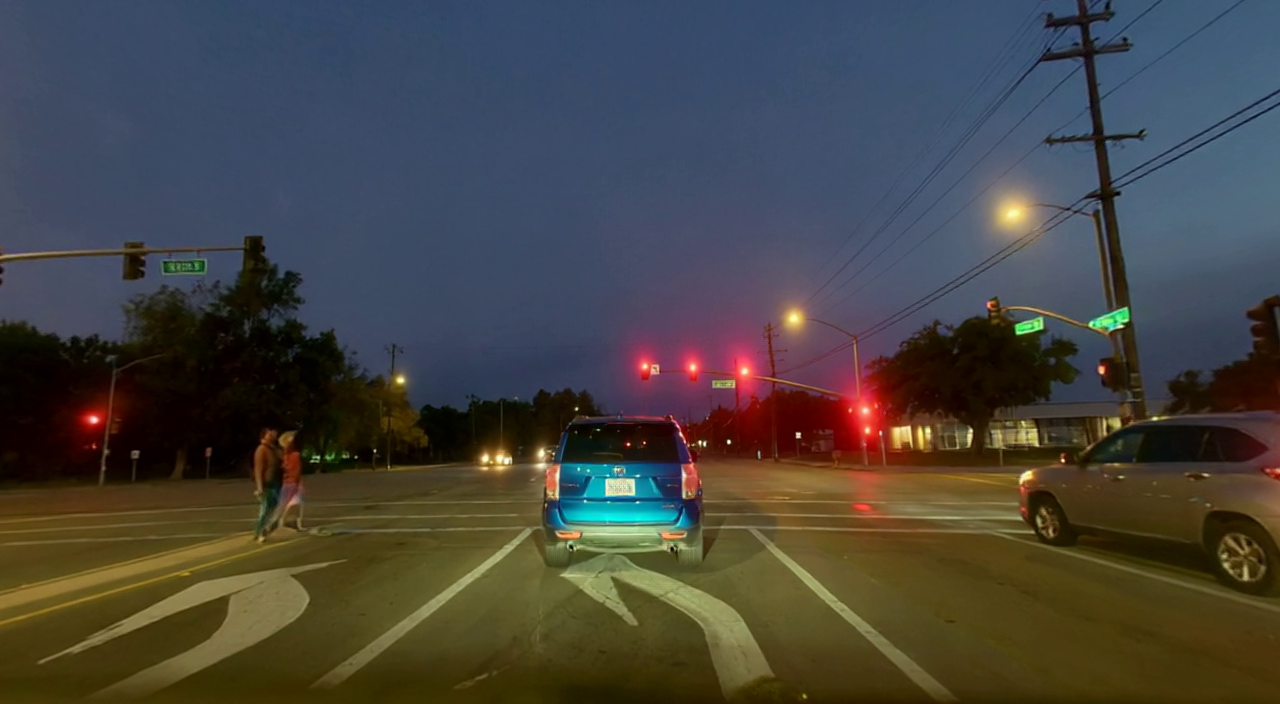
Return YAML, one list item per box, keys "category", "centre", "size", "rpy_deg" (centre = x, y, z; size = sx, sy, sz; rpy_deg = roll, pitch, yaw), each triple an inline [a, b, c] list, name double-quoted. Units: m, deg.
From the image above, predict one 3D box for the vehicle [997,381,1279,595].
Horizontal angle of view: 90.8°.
- category: "vehicle"
  centre: [6.575, 1.440, 7.242]
  size: [2.119, 1.827, 4.806]
  rpy_deg: [0, -9, 0]

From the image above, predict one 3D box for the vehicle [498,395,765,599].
- category: "vehicle"
  centre: [-0.108, 1.562, 7.627]
  size: [2.285, 1.729, 4.252]
  rpy_deg: [0, -9, -1]
